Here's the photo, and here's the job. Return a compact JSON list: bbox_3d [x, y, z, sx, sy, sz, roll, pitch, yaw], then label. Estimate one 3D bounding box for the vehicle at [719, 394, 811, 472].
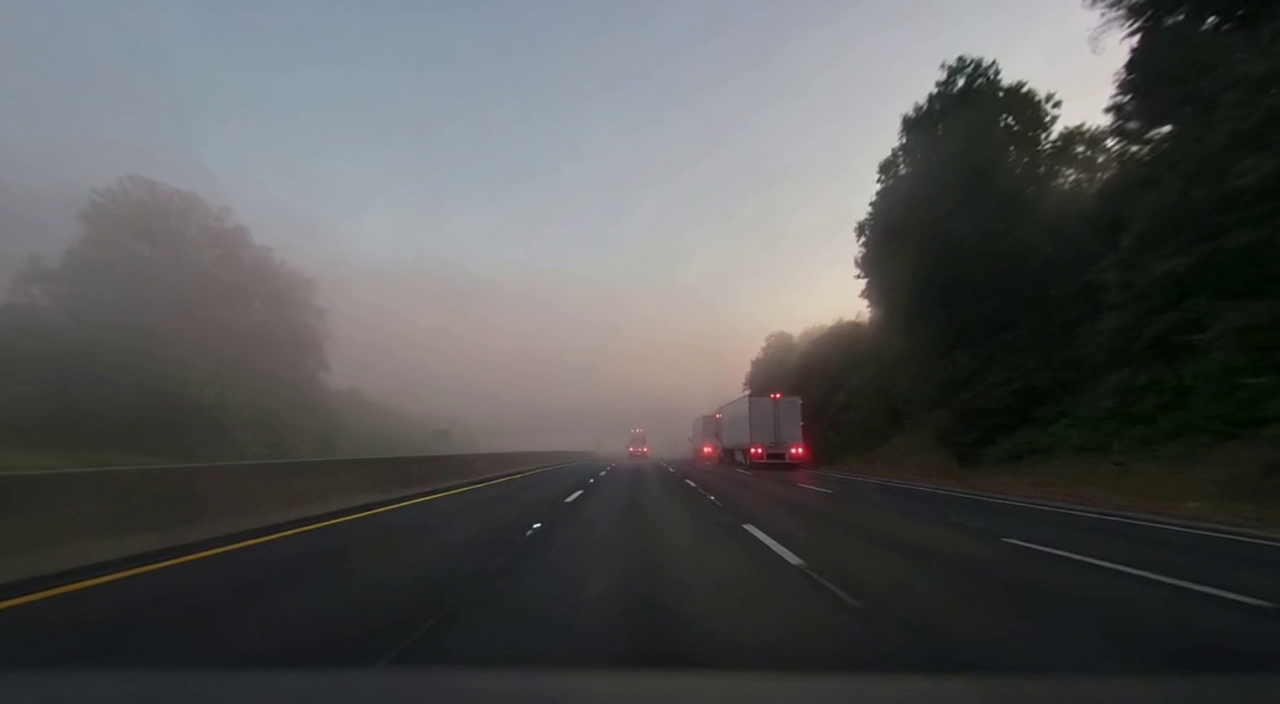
[{"bbox_3d":[7.479,5.379,40.475,2.906,4.070,14.134,0,-9,-1],"label":"vehicle"}]
